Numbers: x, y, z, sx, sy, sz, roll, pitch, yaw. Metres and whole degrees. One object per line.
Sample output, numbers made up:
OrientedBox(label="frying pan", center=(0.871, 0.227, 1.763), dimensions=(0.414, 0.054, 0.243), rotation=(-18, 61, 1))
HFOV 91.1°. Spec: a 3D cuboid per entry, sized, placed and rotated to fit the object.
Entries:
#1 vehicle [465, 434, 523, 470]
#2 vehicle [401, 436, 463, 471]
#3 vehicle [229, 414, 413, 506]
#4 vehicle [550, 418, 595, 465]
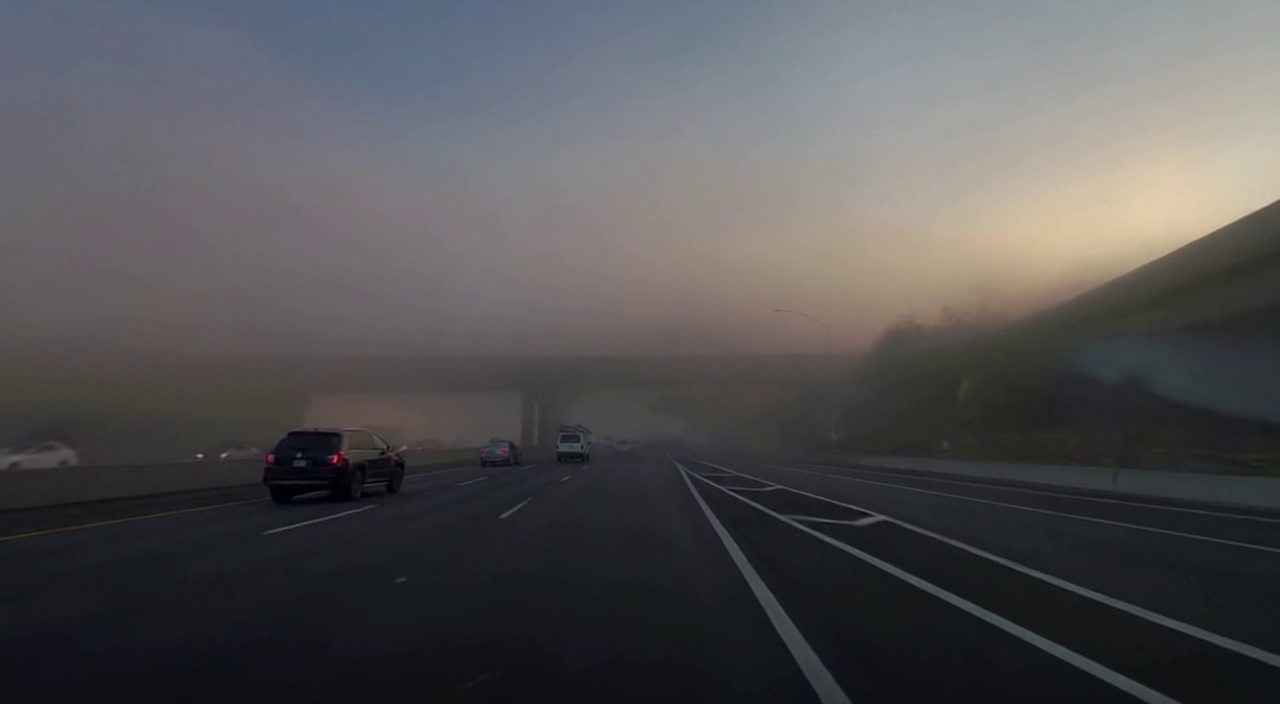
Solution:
OrientedBox(label="vehicle", center=(-7.940, 5.473, 34.562), dimensions=(2.109, 1.784, 4.709), rotation=(0, -8, -1))
OrientedBox(label="vehicle", center=(-11.230, 5.498, 34.207), dimensions=(1.900, 1.726, 4.236), rotation=(0, -8, 0))
OrientedBox(label="vehicle", center=(-7.682, 2.647, 15.803), dimensions=(2.179, 1.948, 4.618), rotation=(0, -8, 0))
OrientedBox(label="vehicle", center=(-4.391, 5.998, 41.892), dimensions=(2.301, 2.843, 6.458), rotation=(0, -8, -1))
